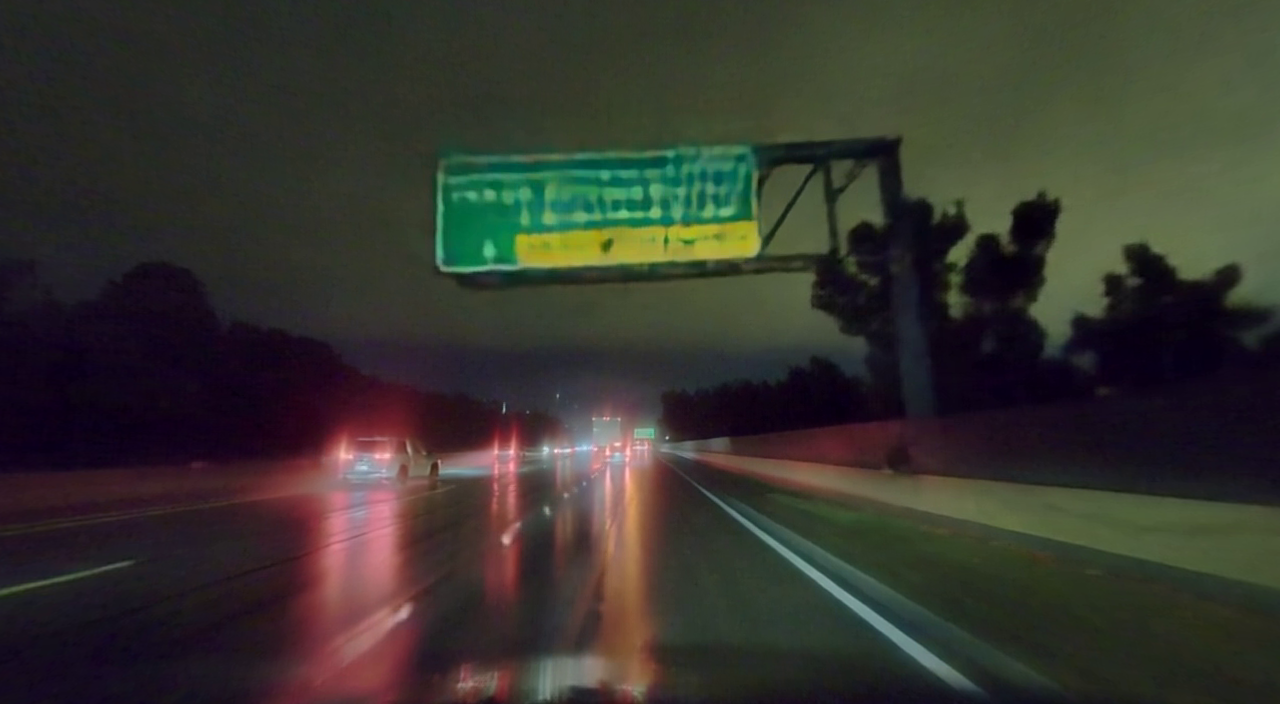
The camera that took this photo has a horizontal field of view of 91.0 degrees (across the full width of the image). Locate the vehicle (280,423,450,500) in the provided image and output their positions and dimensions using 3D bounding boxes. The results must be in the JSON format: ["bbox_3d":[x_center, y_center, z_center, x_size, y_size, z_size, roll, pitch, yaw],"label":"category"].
[{"bbox_3d":[-7.337,2.987,17.665,2.115,1.778,5.572,0,-8,1],"label":"vehicle"}]

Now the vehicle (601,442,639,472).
[{"bbox_3d":[-1.040,5.794,34.994,1.931,1.528,4.126,0,-8,1],"label":"vehicle"}]
